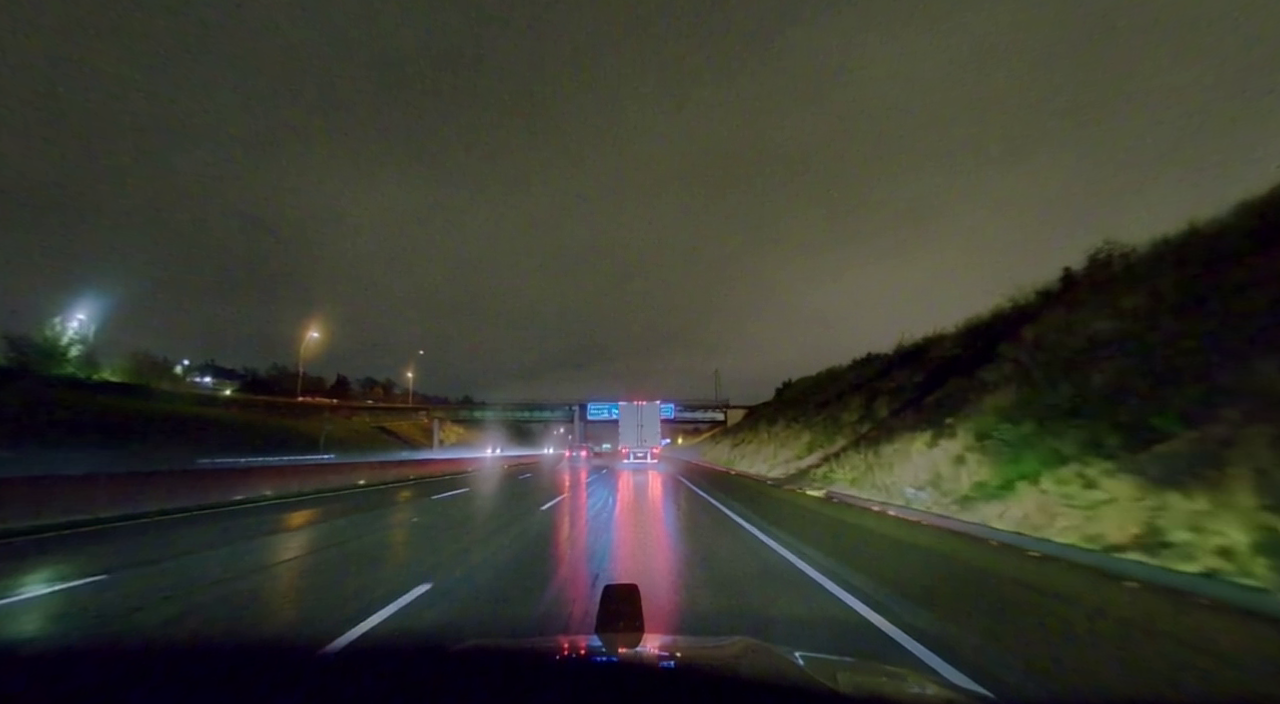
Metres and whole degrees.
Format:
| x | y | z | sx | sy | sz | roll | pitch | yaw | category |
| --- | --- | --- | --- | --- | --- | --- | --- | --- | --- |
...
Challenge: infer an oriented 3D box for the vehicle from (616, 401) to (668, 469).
| x | y | z | sx | sy | sz | roll | pitch | yaw | category |
| --- | --- | --- | --- | --- | --- | --- | --- | --- | --- |
| -0.017 | 5.856 | 43.557 | 3.033 | 3.985 | 12.383 | 0 | -9 | -1 | vehicle |

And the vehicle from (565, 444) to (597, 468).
| x | y | z | sx | sy | sz | roll | pitch | yaw | category |
| --- | --- | --- | --- | --- | --- | --- | --- | --- | --- |
| -4.171 | 7.426 | 44.989 | 2.005 | 1.595 | 4.253 | 0 | -9 | -2 | vehicle |
